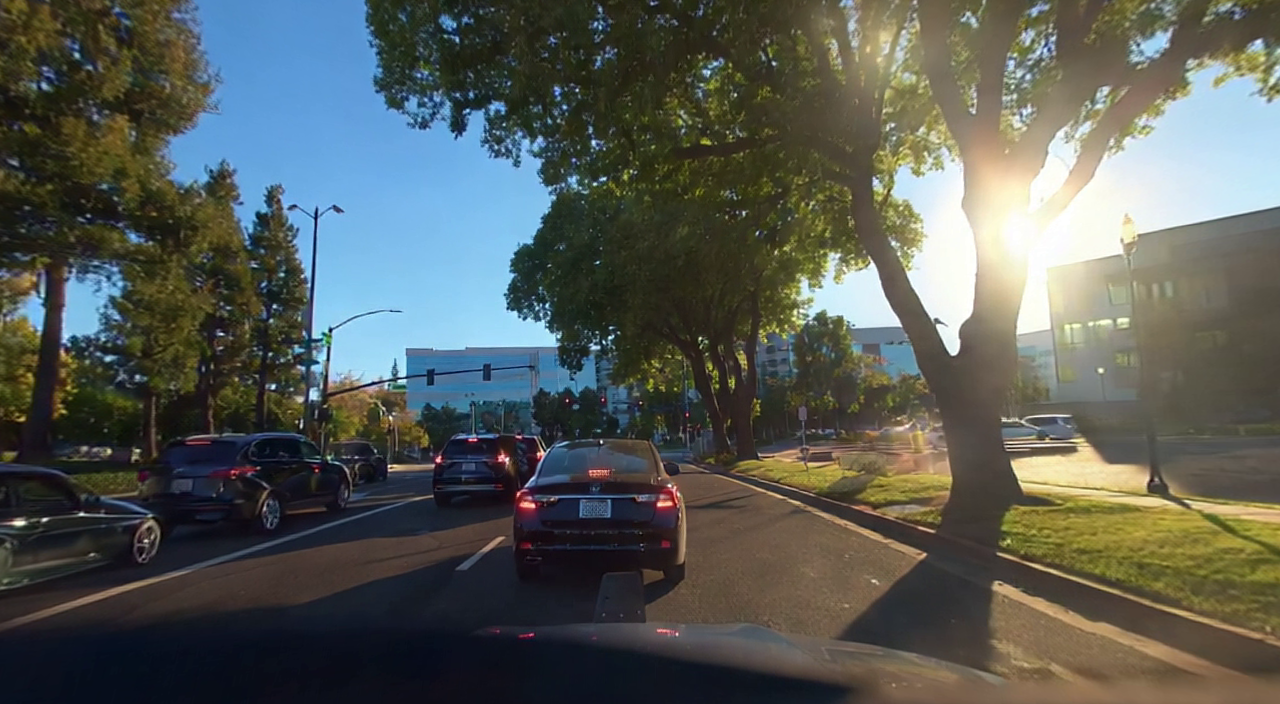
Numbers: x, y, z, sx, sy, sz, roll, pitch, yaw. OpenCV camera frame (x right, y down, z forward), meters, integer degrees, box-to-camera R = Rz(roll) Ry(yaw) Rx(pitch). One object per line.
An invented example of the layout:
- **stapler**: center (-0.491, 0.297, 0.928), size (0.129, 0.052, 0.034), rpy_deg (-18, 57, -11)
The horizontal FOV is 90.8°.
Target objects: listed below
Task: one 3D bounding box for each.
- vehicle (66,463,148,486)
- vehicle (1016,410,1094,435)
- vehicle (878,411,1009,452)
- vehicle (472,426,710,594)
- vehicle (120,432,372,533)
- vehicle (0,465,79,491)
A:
- **vehicle**: center (-36.476, 8.370, 43.288), size (3.918, 1.423, 1.861), rpy_deg (-1, -9, 2)
- **vehicle**: center (30.371, 5.231, 46.401), size (4.627, 1.671, 1.929), rpy_deg (-5, -10, 30)
- **vehicle**: center (13.934, 3.700, 29.231), size (4.975, 1.809, 1.956), rpy_deg (0, -9, 1)
- **vehicle**: center (-0.419, 1.706, 7.647), size (2.104, 1.472, 3.946), rpy_deg (0, -9, 0)
- **vehicle**: center (-7.264, 2.427, 12.353), size (2.096, 1.593, 4.288), rpy_deg (0, -9, 1)
- **vehicle**: center (-36.652, 7.546, 37.971), size (4.093, 1.440, 1.804), rpy_deg (0, -9, -1)
